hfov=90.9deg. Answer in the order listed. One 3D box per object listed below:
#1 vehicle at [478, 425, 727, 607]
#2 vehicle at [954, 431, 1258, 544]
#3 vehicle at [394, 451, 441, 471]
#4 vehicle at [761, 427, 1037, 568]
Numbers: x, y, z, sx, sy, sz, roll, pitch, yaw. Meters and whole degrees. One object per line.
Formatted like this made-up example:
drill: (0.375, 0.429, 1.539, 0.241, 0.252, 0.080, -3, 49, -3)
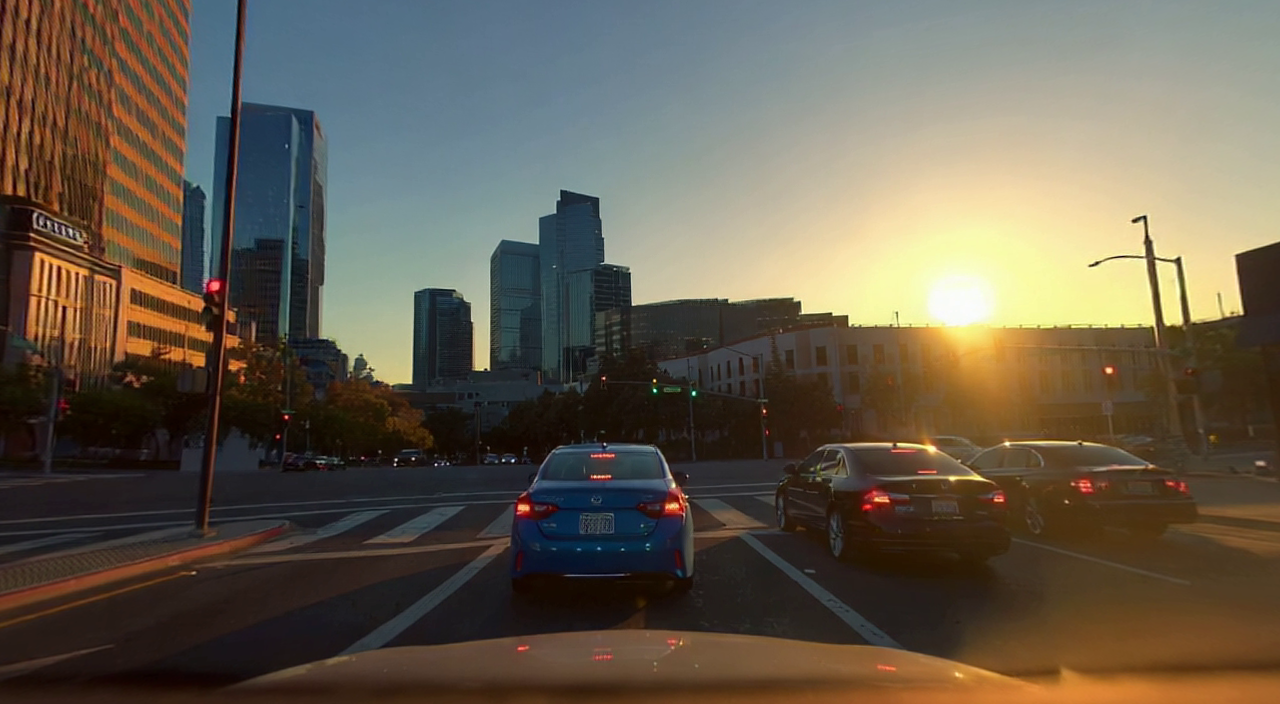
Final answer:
vehicle: (-0.357, 1.655, 7.292, 2.059, 1.477, 3.988, 0, -8, -1)
vehicle: (7.458, 2.165, 10.785, 1.908, 1.517, 4.182, 0, -8, -1)
vehicle: (-17.083, 8.389, 48.692, 2.048, 1.463, 4.530, 0, -8, -1)
vehicle: (3.227, 1.889, 8.972, 2.042, 1.508, 4.109, 0, -8, -2)
